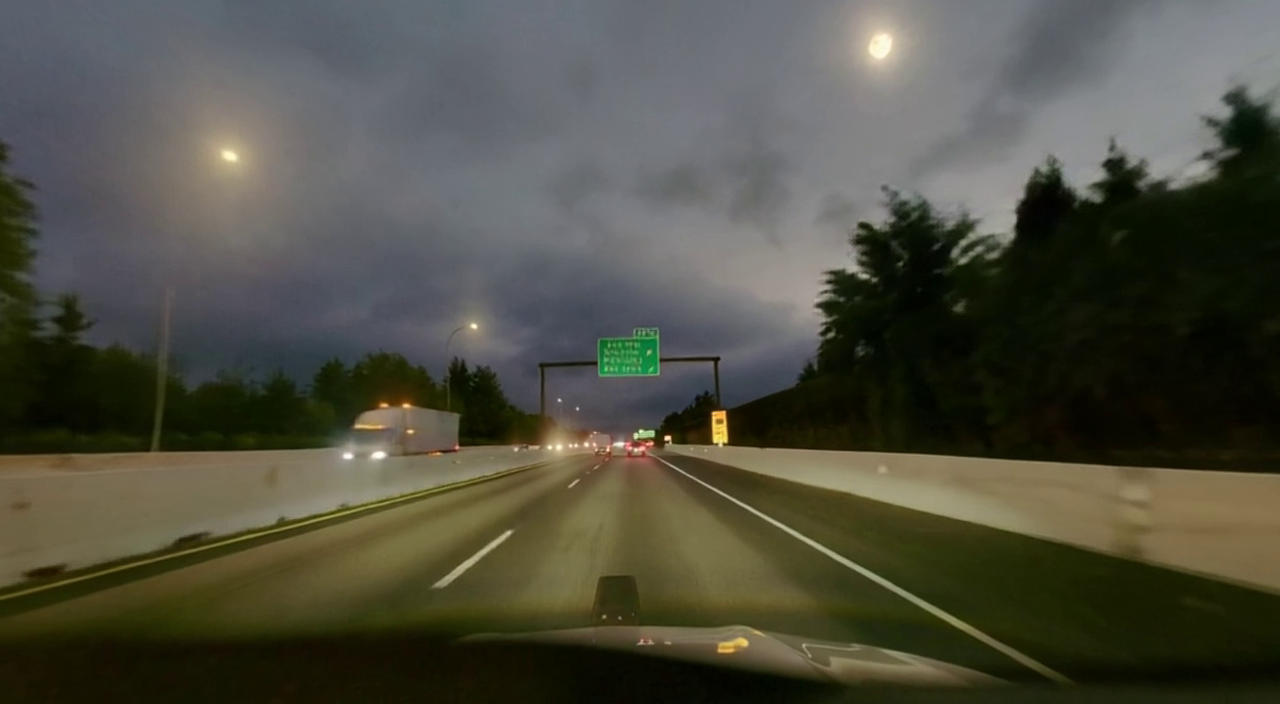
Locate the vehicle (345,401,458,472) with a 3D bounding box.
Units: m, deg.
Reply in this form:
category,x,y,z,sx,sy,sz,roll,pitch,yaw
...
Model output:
category,x,y,z,sx,sy,sz,roll,pitch,yaw
vehicle,-14.786,5.485,40.458,2.855,3.907,11.604,0,-8,-1
